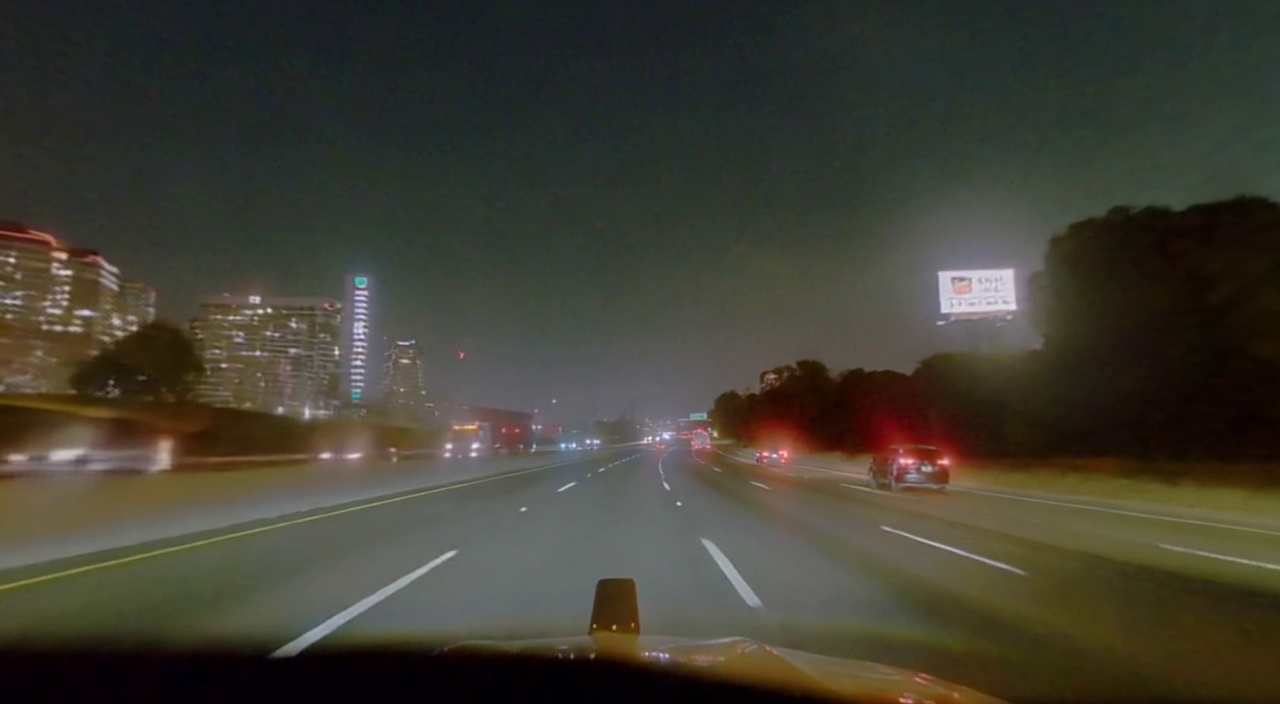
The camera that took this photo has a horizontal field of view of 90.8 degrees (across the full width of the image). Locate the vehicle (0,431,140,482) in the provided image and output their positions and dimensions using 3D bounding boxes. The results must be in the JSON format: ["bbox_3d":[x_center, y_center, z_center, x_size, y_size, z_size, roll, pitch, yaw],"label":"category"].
[{"bbox_3d":[-19.483,3.420,20.867,2.098,1.473,4.578,0,-8,1],"label":"vehicle"}]

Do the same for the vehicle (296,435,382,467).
[{"bbox_3d":[-16.001,5.292,33.887,2.232,1.604,4.646,0,-8,1],"label":"vehicle"}]

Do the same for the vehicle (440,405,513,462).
[{"bbox_3d":[-12.028,6.201,47.509,3.010,3.944,8.280,0,-8,2],"label":"vehicle"}]
